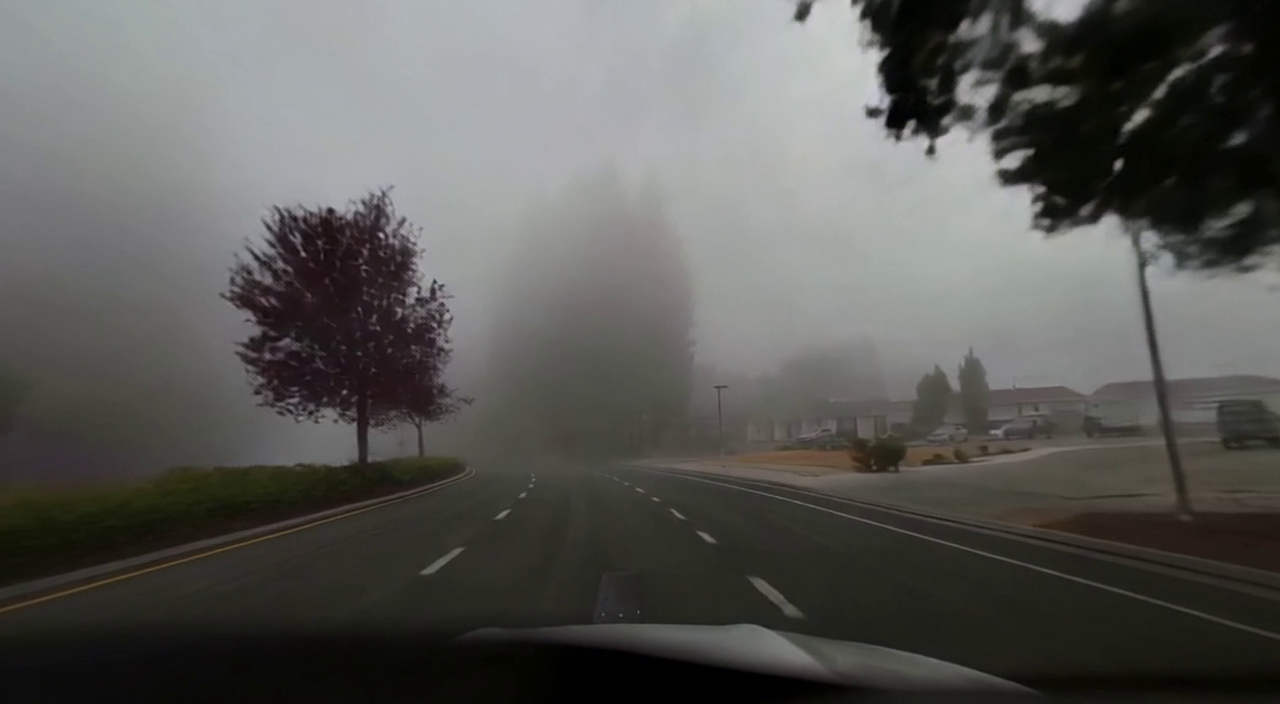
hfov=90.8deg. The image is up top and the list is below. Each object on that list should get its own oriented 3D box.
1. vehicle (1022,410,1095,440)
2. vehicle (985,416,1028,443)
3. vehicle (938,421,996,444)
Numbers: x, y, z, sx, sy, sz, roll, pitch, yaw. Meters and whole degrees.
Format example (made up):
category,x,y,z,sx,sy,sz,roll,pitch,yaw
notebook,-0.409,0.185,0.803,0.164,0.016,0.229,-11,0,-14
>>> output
category,x,y,z,sx,sy,sz,roll,pitch,yaw
vehicle,25.798,4.520,38.898,4.147,1.680,2.441,6,-11,-38
vehicle,23.802,5.000,40.950,2.033,1.533,4.370,-9,-10,31
vehicle,22.126,5.471,42.661,4.230,1.459,1.889,7,-12,-40
